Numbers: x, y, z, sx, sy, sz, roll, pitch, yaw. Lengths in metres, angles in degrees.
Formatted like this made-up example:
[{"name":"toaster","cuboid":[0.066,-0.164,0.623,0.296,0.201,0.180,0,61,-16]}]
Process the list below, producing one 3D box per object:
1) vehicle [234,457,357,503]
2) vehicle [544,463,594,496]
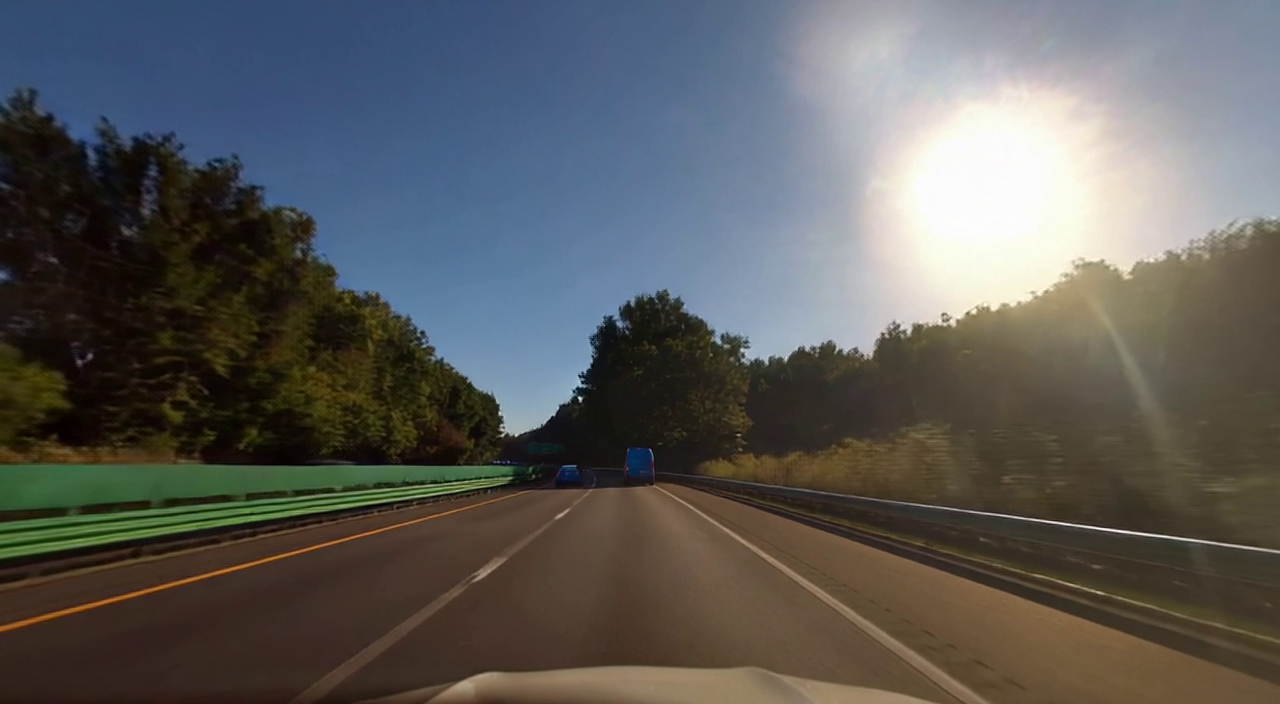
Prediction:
[{"name":"vehicle","cuboid":[-12.848,4.820,23.890,1.900,1.512,4.717,1,-11,1]},{"name":"vehicle","cuboid":[-3.490,6.372,31.700,2.038,1.490,4.391,1,-11,-1]}]
